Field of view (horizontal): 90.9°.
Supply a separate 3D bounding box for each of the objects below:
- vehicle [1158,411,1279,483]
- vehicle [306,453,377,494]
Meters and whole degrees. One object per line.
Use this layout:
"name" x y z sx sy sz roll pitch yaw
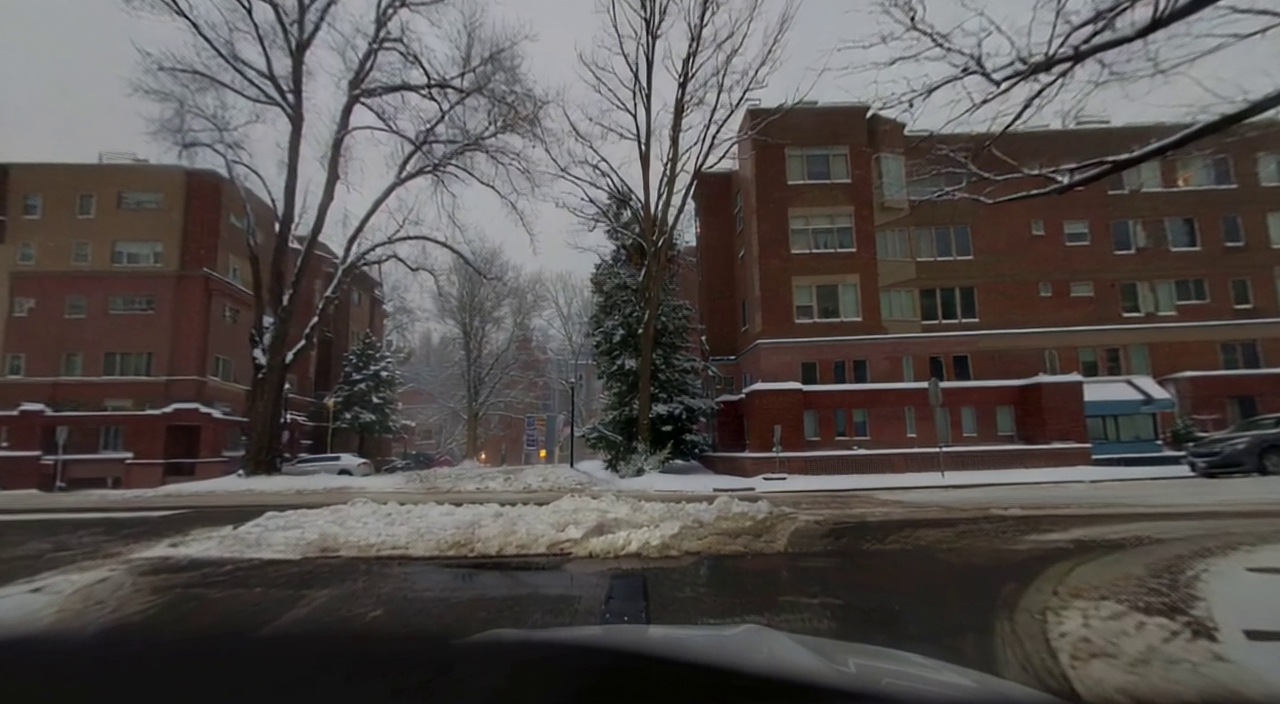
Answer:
"vehicle" 18.405 2.643 17.902 5.213 1.850 2.126 -3 -10 4
"vehicle" -13.211 5.336 28.150 2.027 1.475 4.522 0 -8 -15
